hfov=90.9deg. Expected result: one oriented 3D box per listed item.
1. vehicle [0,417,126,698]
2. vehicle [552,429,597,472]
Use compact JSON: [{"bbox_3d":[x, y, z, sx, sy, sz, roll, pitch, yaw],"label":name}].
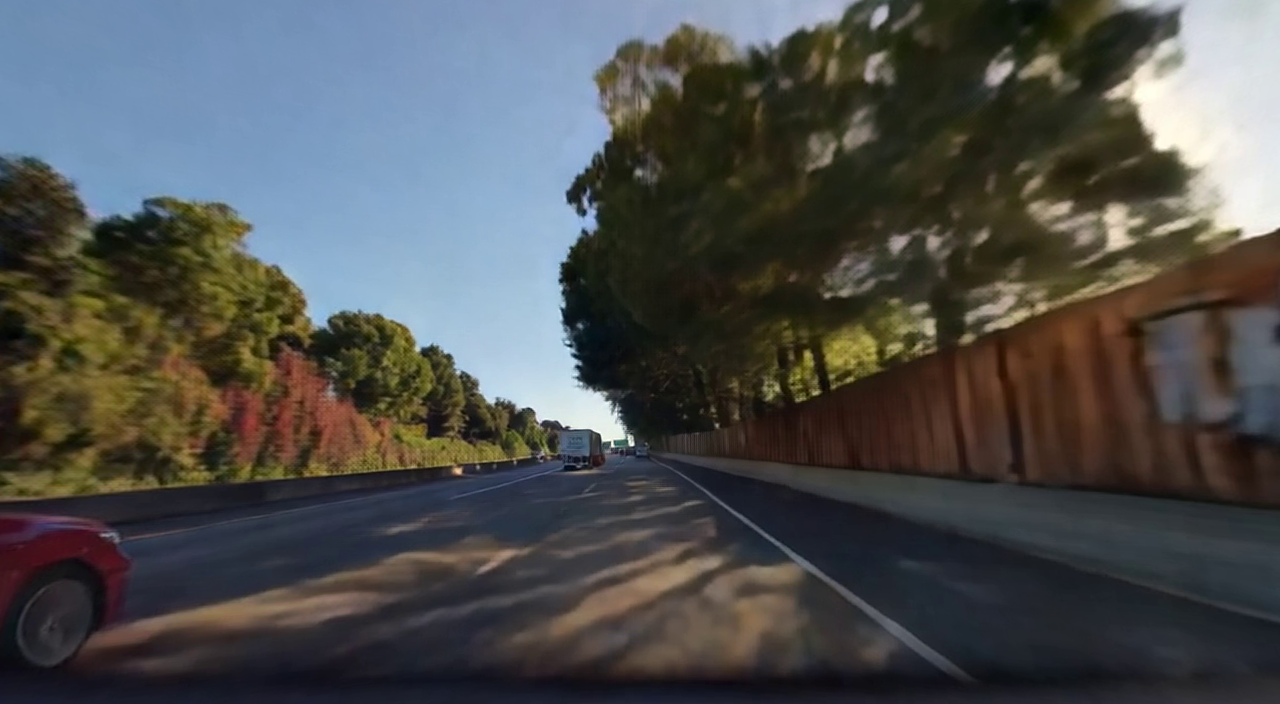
[{"bbox_3d":[-4.431,0.869,1.857,2.024,1.476,4.466,0,-9,1],"label":"vehicle"},{"bbox_3d":[-4.061,6.279,40.307,2.305,2.517,5.486,0,-9,0],"label":"vehicle"}]
